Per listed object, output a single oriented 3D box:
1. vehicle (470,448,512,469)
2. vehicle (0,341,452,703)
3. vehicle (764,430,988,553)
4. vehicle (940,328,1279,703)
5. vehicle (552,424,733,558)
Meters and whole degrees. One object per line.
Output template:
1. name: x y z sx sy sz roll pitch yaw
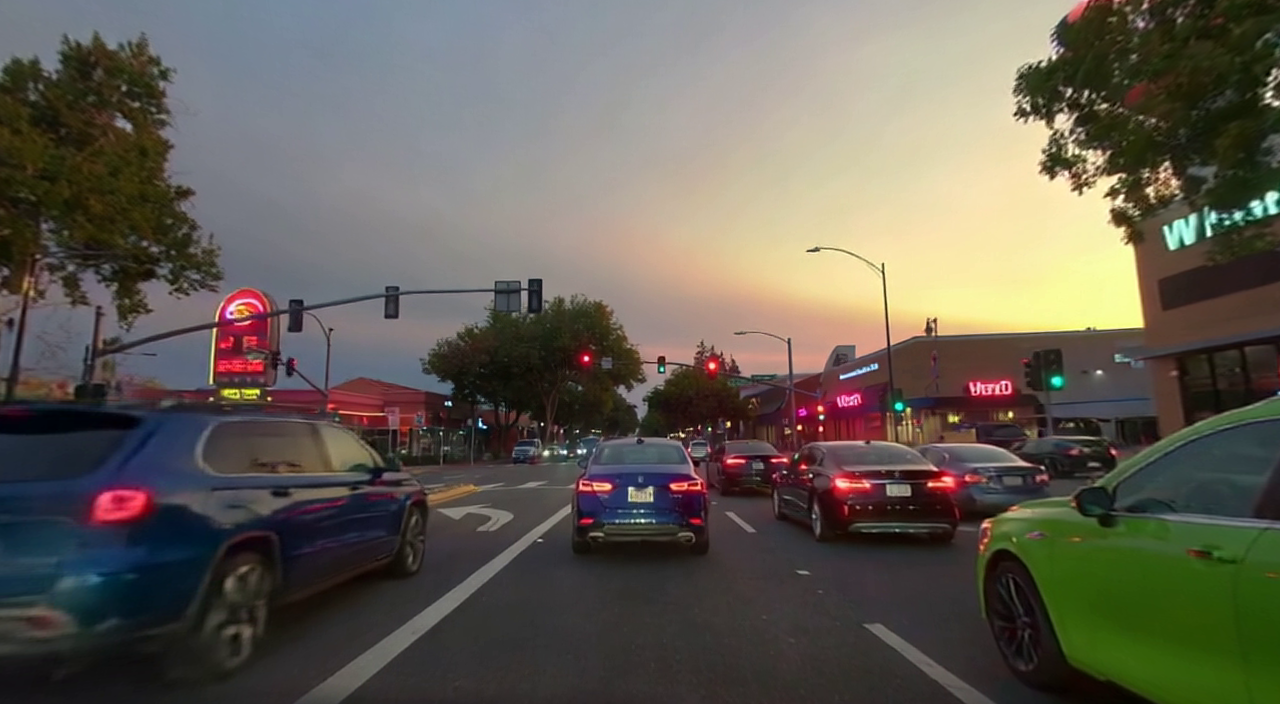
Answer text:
1. vehicle: -11.240 8.021 47.877 2.099 1.478 4.411 0 -9 0
2. vehicle: -3.427 1.212 5.235 2.257 1.823 4.777 0 -9 0
3. vehicle: 3.345 2.049 9.972 1.865 1.496 4.170 0 -9 -1
4. vehicle: 3.005 0.759 1.916 2.075 1.661 4.401 -1 -9 1
5. vehicle: 0.022 1.942 9.471 2.154 1.577 3.723 0 -9 0
